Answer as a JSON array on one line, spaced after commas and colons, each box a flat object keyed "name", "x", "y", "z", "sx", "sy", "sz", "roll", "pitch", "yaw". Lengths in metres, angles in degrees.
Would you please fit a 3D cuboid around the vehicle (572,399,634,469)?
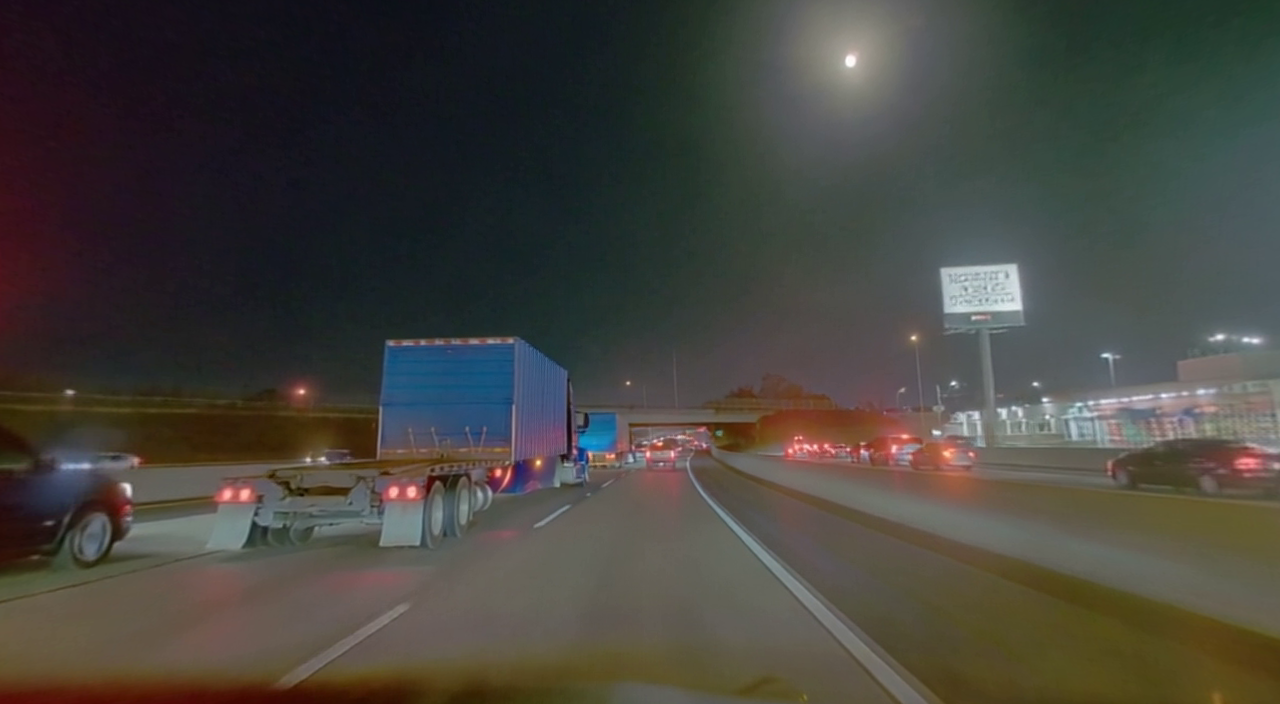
[{"name": "vehicle", "x": -2.110, "y": 5.317, "z": 40.044, "sx": 3.073, "sy": 3.894, "sz": 9.782, "roll": 0, "pitch": -9, "yaw": 1}]

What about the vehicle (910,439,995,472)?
[{"name": "vehicle", "x": 14.768, "y": 4.914, "z": 30.047, "sx": 1.859, "sy": 1.452, "sz": 4.749, "roll": -1, "pitch": -9, "yaw": 4}]

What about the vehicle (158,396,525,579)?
[{"name": "vehicle", "x": -3.312, "y": 1.622, "z": 8.074, "sx": 2.896, "sy": 1.779, "sz": 3.441, "roll": -1, "pitch": -9, "yaw": 3}]

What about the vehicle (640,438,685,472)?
[{"name": "vehicle", "x": 1.185, "y": 5.274, "z": 32.389, "sx": 2.178, "sy": 1.640, "sz": 4.071, "roll": -1, "pitch": -9, "yaw": 3}]

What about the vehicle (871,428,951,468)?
[{"name": "vehicle", "x": 15.198, "y": 5.437, "z": 35.765, "sx": 2.241, "sy": 2.052, "sz": 5.864, "roll": -1, "pitch": -9, "yaw": 4}]

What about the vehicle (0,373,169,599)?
[{"name": "vehicle", "x": -6.786, "y": 1.081, "z": 4.869, "sx": 2.323, "sy": 1.959, "sz": 5.038, "roll": 0, "pitch": -9, "yaw": 0}]

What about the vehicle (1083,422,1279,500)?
[{"name": "vehicle", "x": 14.017, "y": 2.694, "z": 15.935, "sx": 2.237, "sy": 1.656, "sz": 4.676, "roll": 0, "pitch": -9, "yaw": 1}]
